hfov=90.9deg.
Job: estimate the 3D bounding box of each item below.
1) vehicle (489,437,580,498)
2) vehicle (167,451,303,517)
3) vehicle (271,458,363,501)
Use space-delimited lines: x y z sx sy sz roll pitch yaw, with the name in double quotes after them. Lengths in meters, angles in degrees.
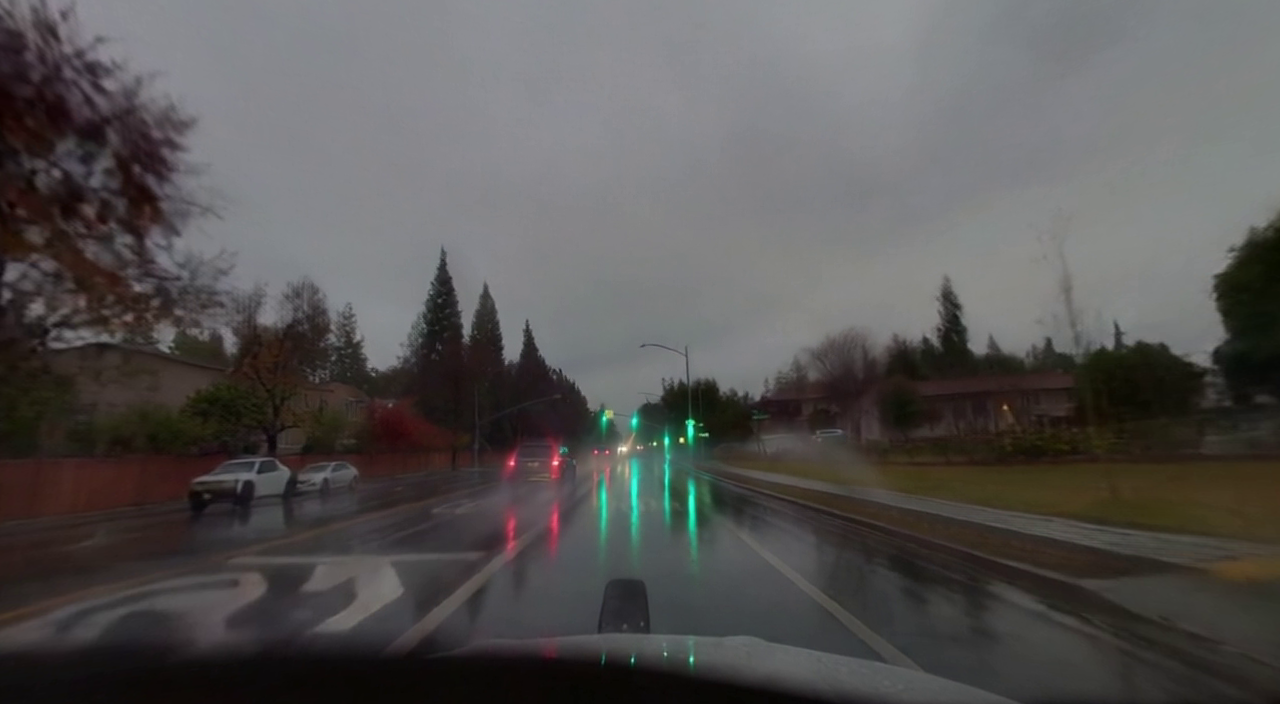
-3.247 3.674 20.457 2.084 1.701 4.734 0 -9 0 "vehicle"
-14.228 4.584 22.568 1.972 1.887 4.777 -2 -8 -4 "vehicle"
-14.391 5.675 28.399 1.860 1.490 4.542 -3 -7 -1 "vehicle"
